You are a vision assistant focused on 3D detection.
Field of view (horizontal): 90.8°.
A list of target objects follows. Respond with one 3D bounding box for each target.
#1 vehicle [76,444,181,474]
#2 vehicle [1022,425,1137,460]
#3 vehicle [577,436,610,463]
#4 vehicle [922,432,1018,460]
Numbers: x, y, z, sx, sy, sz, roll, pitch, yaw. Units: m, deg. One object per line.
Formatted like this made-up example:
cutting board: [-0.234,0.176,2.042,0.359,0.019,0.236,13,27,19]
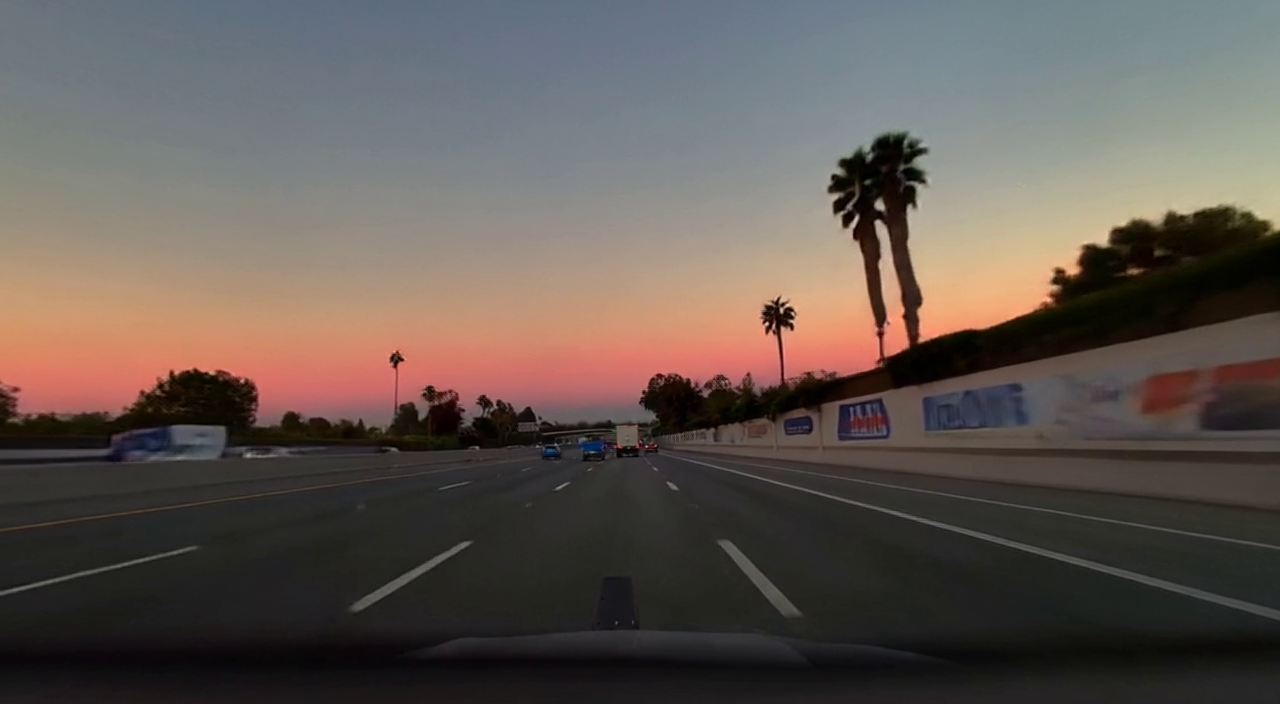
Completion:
vehicle: [-29.615,6.213,36.845,2.045,1.597,4.864,0,-9,0]
vehicle: [23.586,4.873,34.032,4.675,1.823,2.059,0,-8,-2]
vehicle: [-3.598,7.690,49.899,2.390,2.007,4.901,0,-9,-1]
vehicle: [22.720,6.489,43.646,5.372,1.852,2.284,0,-8,-1]
